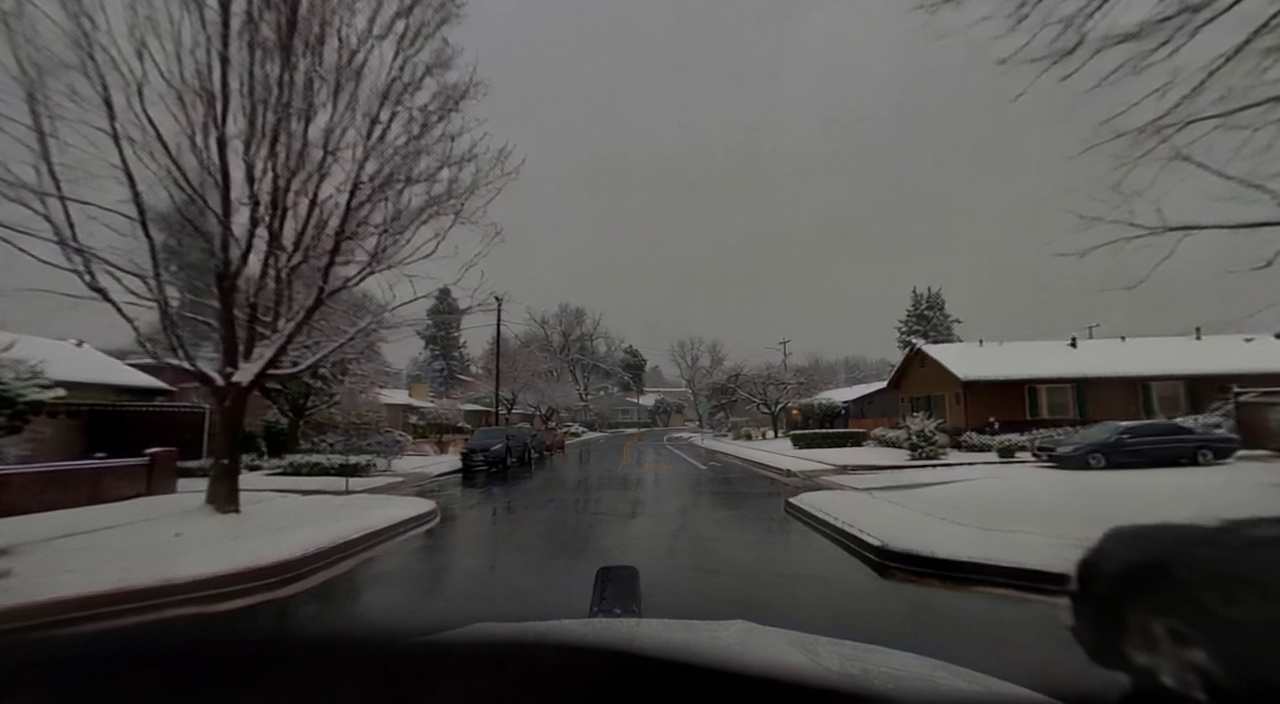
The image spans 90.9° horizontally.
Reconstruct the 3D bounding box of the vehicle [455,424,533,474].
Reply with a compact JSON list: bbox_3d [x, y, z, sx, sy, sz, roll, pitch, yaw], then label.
[{"bbox_3d":[-5.663,3.800,25.024,2.147,1.780,4.165,0,-8,-1],"label":"vehicle"}]

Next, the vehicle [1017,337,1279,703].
[{"bbox_3d":[3.302,0.642,1.270,2.073,1.619,4.574,0,-8,-3],"label":"vehicle"}]
